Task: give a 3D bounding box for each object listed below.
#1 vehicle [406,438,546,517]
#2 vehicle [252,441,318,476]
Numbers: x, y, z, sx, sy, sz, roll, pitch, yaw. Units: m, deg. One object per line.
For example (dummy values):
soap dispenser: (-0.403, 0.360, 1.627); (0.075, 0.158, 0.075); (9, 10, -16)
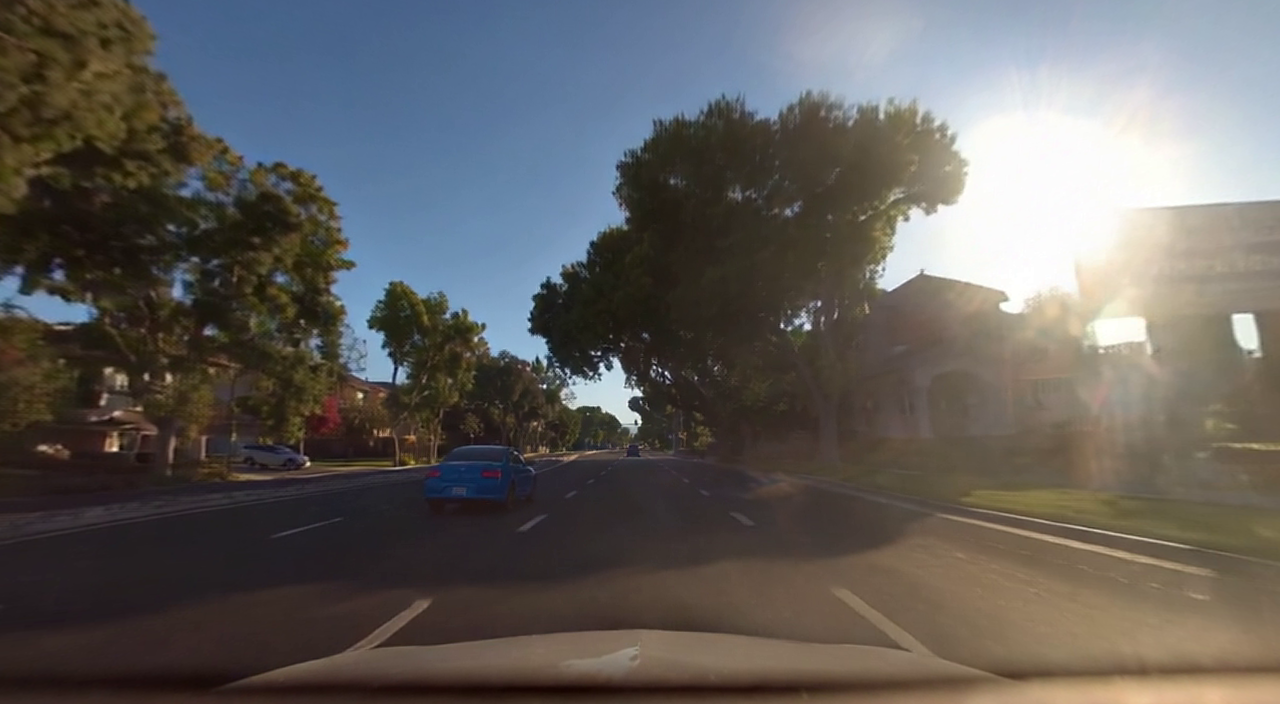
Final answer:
vehicle: (-3.459, 2.714, 14.218); (2.005, 1.477, 4.169); (0, -8, 0)
vehicle: (-26.242, 7.859, 46.799); (3.358, 2.439, 2.686); (1, -9, -8)
